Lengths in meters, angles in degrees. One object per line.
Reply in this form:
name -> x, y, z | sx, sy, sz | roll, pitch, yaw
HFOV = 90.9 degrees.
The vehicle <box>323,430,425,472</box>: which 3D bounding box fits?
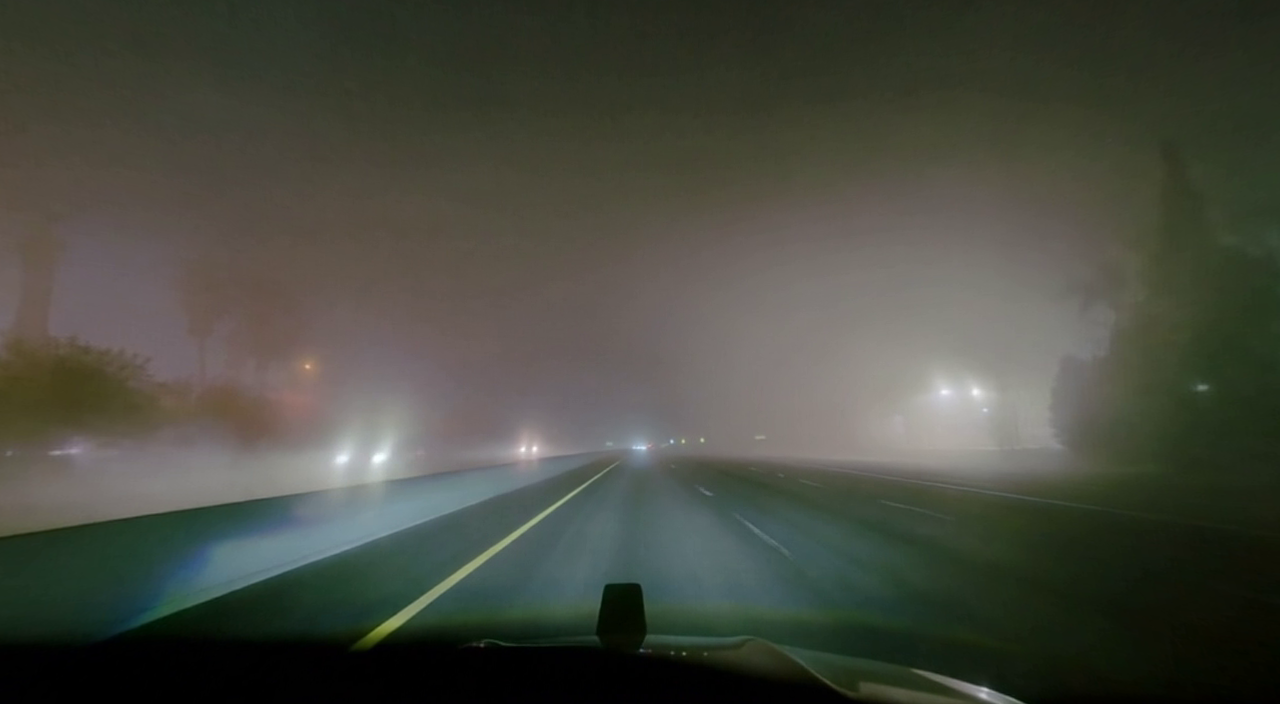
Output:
vehicle -> -13.451, 5.094, 32.533 | 2.479, 1.928, 6.337 | 0, -8, 1
